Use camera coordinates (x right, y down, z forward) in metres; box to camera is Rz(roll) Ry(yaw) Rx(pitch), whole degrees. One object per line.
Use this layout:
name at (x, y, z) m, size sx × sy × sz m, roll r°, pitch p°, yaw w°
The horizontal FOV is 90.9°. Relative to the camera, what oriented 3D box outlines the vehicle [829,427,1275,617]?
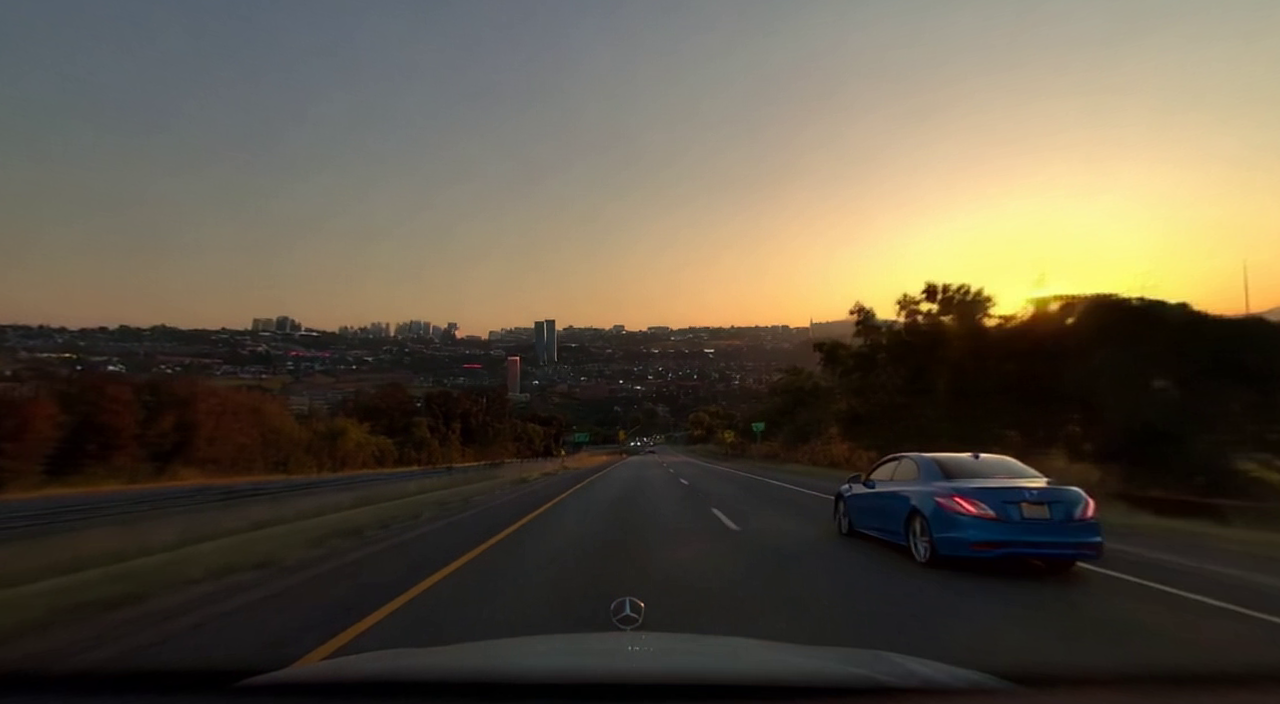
vehicle at (4.028, 1.724, 7.512) m, size 2.053 × 1.490 × 4.799 m, roll 0°, pitch -8°, yaw 0°
